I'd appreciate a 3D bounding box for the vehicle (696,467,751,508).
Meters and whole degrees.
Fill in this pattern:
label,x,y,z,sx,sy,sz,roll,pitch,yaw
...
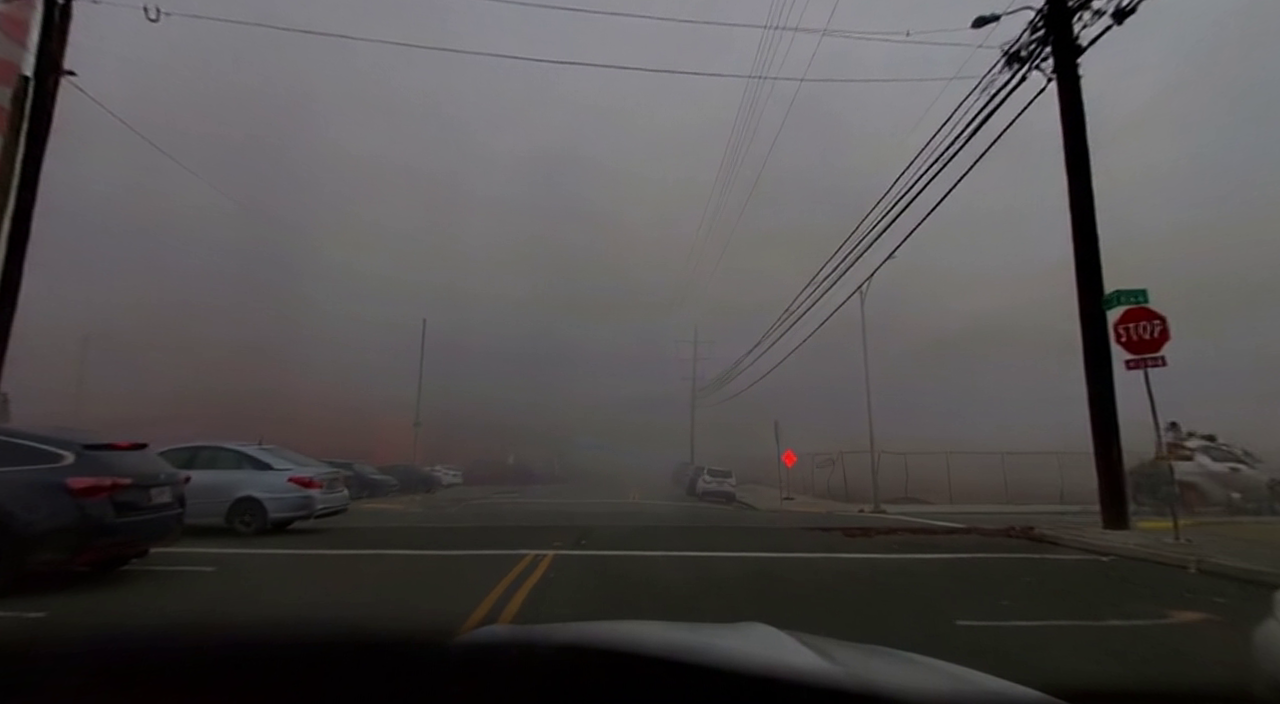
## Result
label,x,y,z,sx,sy,sz,roll,pitch,yaw
vehicle,4.128,6.800,32.031,2.007,1.804,4.136,0,-9,-3

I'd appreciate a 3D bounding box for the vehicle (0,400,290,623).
label,x,y,z,sx,sy,sz,roll,pitch,yaw
vehicle,-6.550,1.305,6.037,5.025,1.648,2.055,4,-11,-1

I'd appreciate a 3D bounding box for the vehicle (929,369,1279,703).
label,x,y,z,sx,sy,sz,roll,pitch,yaw
vehicle,4.505,1.105,3.894,4.416,1.750,2.011,0,-8,-3
